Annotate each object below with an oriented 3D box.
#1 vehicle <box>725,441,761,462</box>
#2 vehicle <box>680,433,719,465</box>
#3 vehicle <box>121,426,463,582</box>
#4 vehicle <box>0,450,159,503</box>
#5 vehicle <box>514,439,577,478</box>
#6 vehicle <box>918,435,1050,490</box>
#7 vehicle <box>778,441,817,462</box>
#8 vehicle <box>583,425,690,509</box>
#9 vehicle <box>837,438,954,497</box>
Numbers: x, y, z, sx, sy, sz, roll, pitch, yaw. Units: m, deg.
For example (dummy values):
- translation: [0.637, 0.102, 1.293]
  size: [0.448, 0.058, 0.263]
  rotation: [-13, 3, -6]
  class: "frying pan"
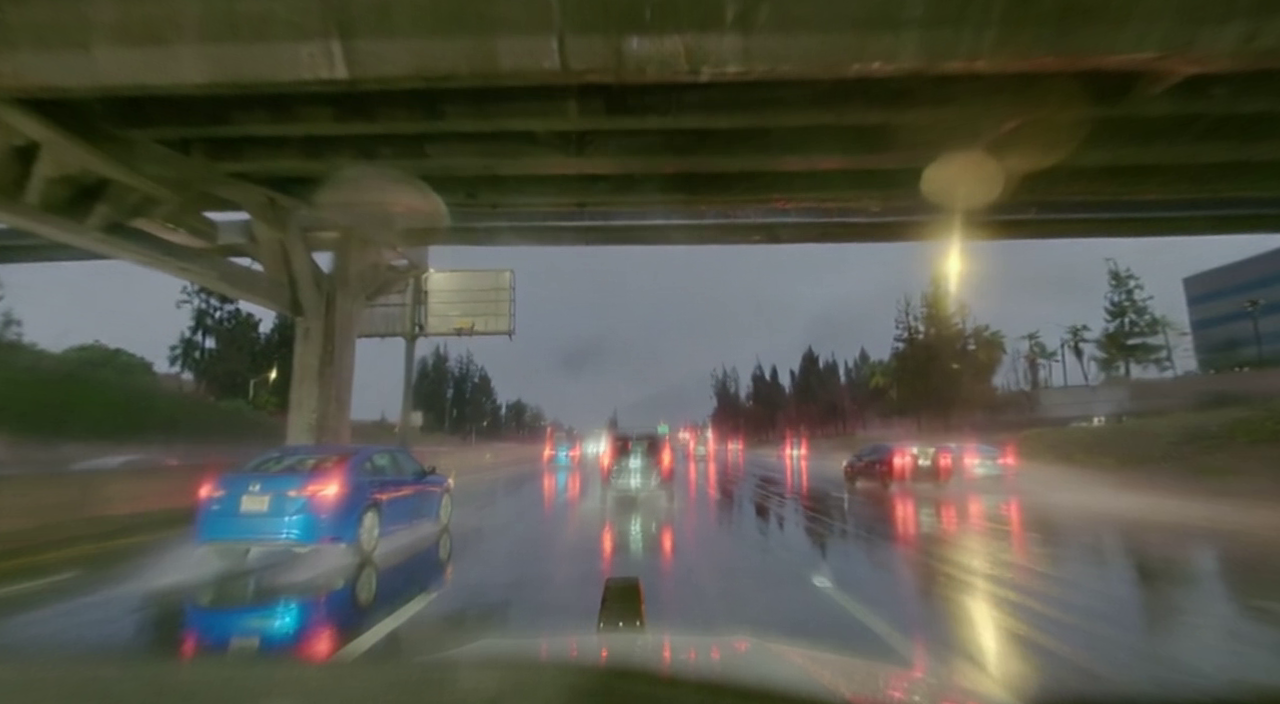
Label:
- translation: [7.769, 7.540, 47.857]
  size: [1.963, 1.482, 4.436]
  rotation: [0, -9, 0]
  class: "vehicle"
- translation: [3.768, 6.232, 40.455]
  size: [2.069, 1.876, 4.447]
  rotation: [0, -9, 0]
  class: "vehicle"
- translation: [-4.016, 1.815, 8.384]
  size: [1.974, 1.478, 4.412]
  rotation: [0, -9, 1]
  class: "vehicle"
- translation: [-18.510, 3.983, 20.652]
  size: [1.839, 1.495, 4.458]
  rotation: [0, -9, 1]
  class: "vehicle"
- translation: [-3.920, 4.490, 26.806]
  size: [1.947, 1.516, 4.295]
  rotation: [0, -9, 1]
  class: "vehicle"
- translation: [11.468, 3.706, 21.408]
  size: [1.992, 1.625, 4.359]
  rotation: [0, -9, 0]
  class: "vehicle"
- translation: [11.818, 7.503, 47.569]
  size: [1.868, 1.468, 4.168]
  rotation: [0, -9, 0]
  class: "vehicle"
- translation: [-0.071, 2.664, 14.959]
  size: [2.181, 1.697, 4.021]
  rotation: [0, -9, 0]
  class: "vehicle"
- translation: [7.246, 3.301, 18.310]
  size: [1.880, 1.526, 3.641]
  rotation: [0, -9, 0]
  class: "vehicle"
